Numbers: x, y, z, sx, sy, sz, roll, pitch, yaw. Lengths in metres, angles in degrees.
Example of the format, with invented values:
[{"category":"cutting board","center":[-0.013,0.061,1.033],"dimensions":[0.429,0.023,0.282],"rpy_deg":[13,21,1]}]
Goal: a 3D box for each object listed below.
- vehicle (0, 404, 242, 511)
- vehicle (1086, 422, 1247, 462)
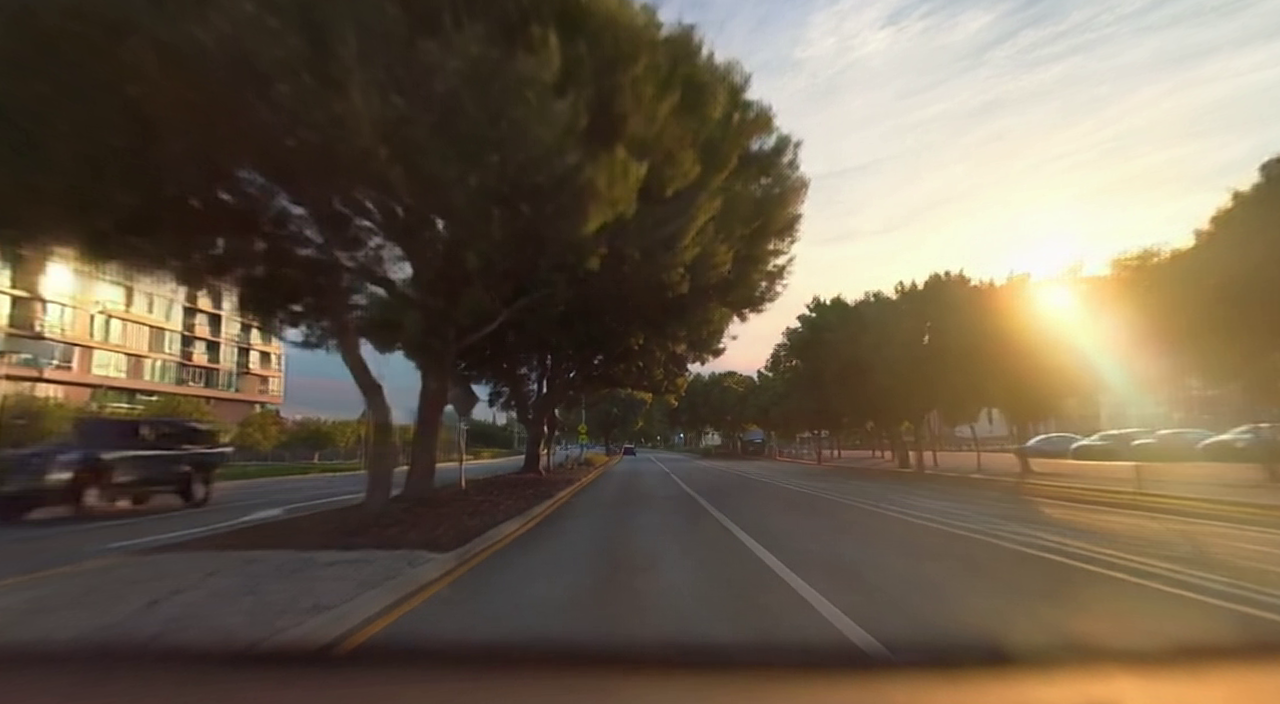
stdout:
[{"category":"vehicle","center":[-15.845,3.230,19.724],"dimensions":[2.725,2.768,6.120],"rpy_deg":[-1,-9,0]},{"category":"vehicle","center":[21.987,3.806,26.589],"dimensions":[4.739,1.569,2.097],"rpy_deg":[-1,-9,4]}]
